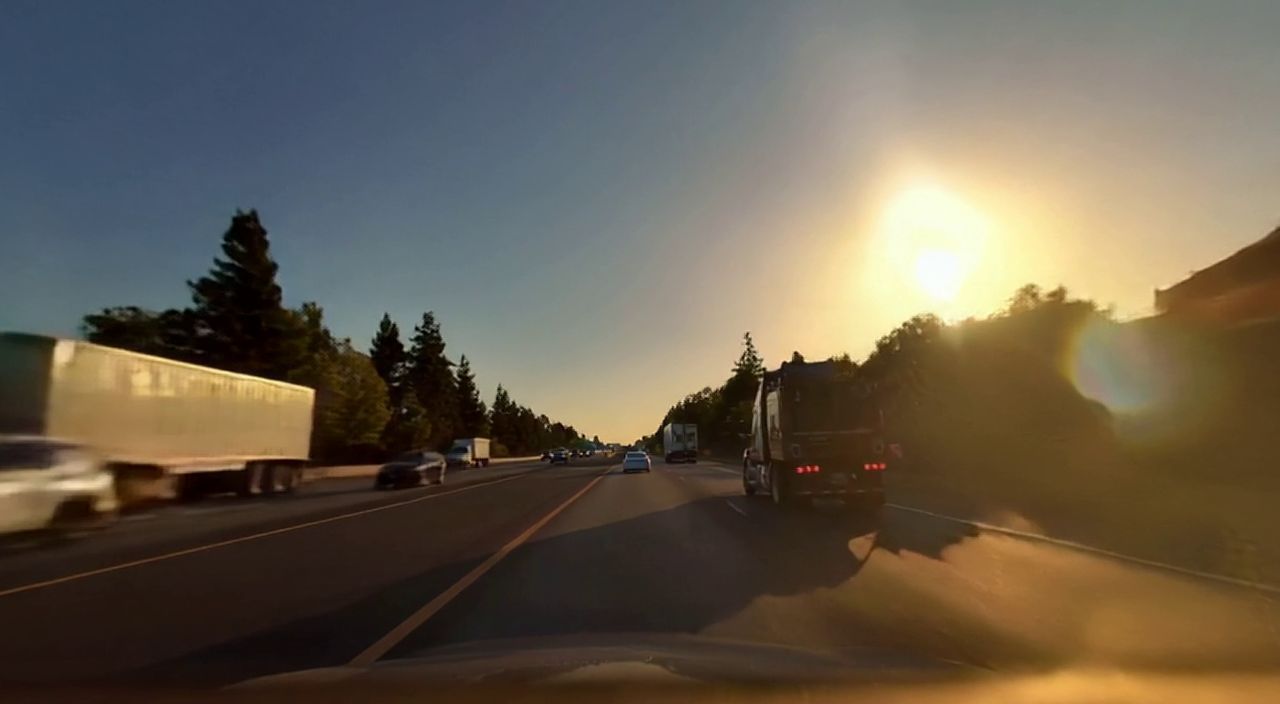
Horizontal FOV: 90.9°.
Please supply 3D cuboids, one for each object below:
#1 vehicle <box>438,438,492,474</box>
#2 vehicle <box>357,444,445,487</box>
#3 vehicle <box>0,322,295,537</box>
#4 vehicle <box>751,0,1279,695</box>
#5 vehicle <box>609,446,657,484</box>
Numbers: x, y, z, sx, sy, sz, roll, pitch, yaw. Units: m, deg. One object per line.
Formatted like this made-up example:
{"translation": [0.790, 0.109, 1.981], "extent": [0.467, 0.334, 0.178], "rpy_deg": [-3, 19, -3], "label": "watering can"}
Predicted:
{"translation": [-13.365, 7.998, 48.705], "extent": [2.255, 2.511, 6.577], "rpy_deg": [0, -9, 0], "label": "vehicle"}
{"translation": [-8.763, 4.182, 23.456], "extent": [1.848, 1.453, 3.640], "rpy_deg": [0, -9, 0], "label": "vehicle"}
{"translation": [-13.162, 2.082, 15.710], "extent": [2.788, 3.916, 10.940], "rpy_deg": [0, -9, 1], "label": "vehicle"}
{"translation": [4.646, 0.854, 10.483], "extent": [2.842, 4.060, 13.939], "rpy_deg": [0, -9, -1], "label": "vehicle"}
{"translation": [-0.296, 4.837, 27.132], "extent": [1.939, 1.495, 3.612], "rpy_deg": [0, -9, 0], "label": "vehicle"}
